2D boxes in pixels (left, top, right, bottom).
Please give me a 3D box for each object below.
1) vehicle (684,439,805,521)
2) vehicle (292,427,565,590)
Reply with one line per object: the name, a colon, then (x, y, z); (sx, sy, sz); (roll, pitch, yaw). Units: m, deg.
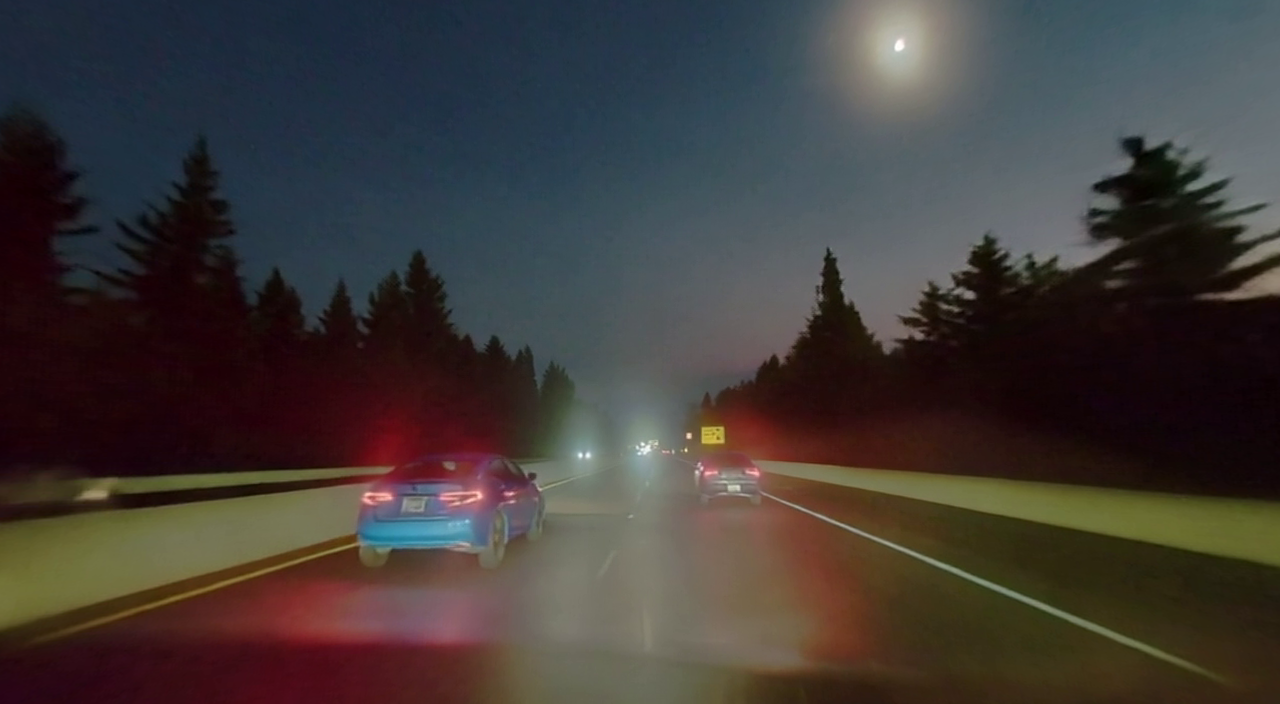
vehicle: (2.142, 2.755, 14.017); (2.021, 1.533, 4.014); (0, -9, 0)
vehicle: (-2.304, 1.843, 8.243); (2.083, 1.548, 4.251); (0, -9, 0)
